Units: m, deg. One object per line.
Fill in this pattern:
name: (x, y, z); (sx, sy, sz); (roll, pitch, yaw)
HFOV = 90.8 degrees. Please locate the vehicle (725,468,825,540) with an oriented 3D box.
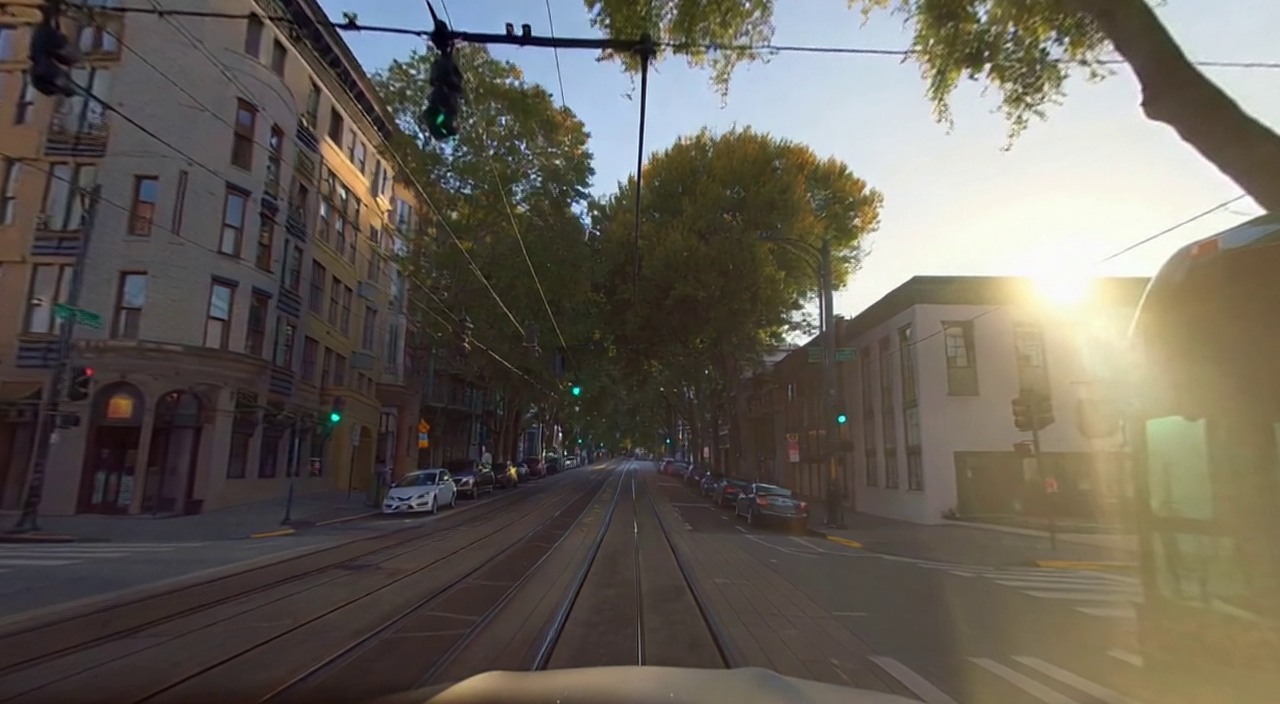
vehicle: (3.849, 4.415, 18.828); (1.929, 1.723, 4.134); (0, -8, -2)

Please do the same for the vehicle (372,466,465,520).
vehicle: (-7.414, 4.802, 21.603); (1.779, 1.588, 3.953); (2, -12, -2)

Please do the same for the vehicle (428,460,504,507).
vehicle: (-7.405, 5.620, 27.390); (1.861, 1.751, 4.550); (1, -9, 2)

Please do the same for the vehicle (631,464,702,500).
vehicle: (1.304, 6.590, 32.217); (1.984, 1.571, 3.404); (5, -10, -33)
